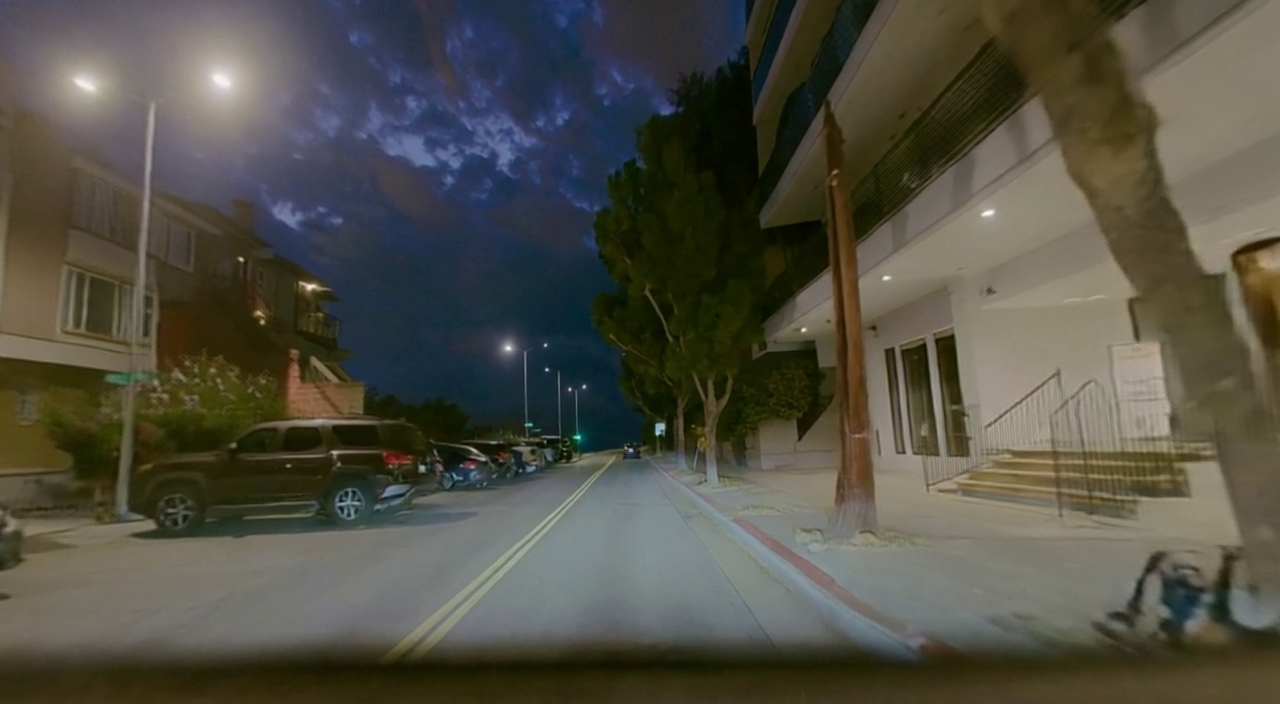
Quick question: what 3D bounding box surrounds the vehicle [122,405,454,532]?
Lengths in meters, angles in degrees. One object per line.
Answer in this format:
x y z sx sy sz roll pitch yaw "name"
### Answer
-7.216 2.451 13.649 5.592 2.439 2.515 0 -9 -1 "vehicle"
